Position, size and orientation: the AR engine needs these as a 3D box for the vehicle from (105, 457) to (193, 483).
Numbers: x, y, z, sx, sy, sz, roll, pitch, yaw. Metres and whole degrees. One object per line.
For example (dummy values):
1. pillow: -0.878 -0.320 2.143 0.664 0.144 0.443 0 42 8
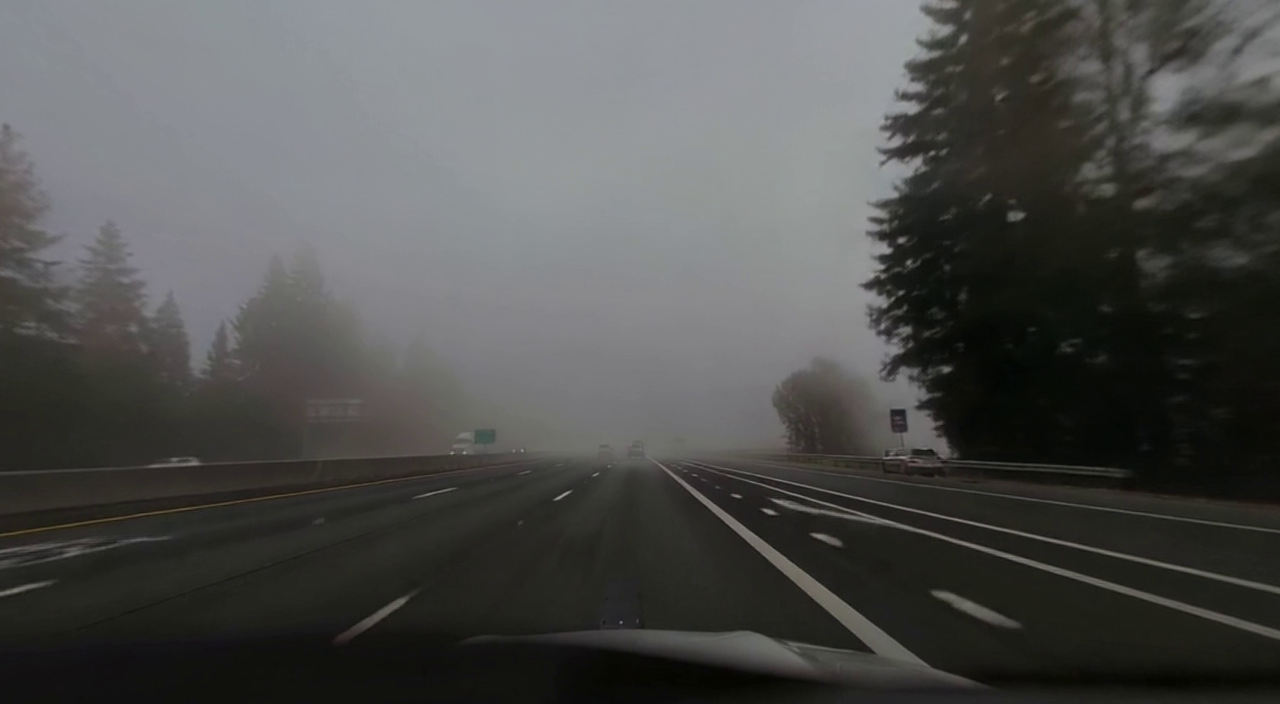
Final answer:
1. vehicle: -31.116 7.476 40.156 2.025 1.453 4.511 0 -9 -1
